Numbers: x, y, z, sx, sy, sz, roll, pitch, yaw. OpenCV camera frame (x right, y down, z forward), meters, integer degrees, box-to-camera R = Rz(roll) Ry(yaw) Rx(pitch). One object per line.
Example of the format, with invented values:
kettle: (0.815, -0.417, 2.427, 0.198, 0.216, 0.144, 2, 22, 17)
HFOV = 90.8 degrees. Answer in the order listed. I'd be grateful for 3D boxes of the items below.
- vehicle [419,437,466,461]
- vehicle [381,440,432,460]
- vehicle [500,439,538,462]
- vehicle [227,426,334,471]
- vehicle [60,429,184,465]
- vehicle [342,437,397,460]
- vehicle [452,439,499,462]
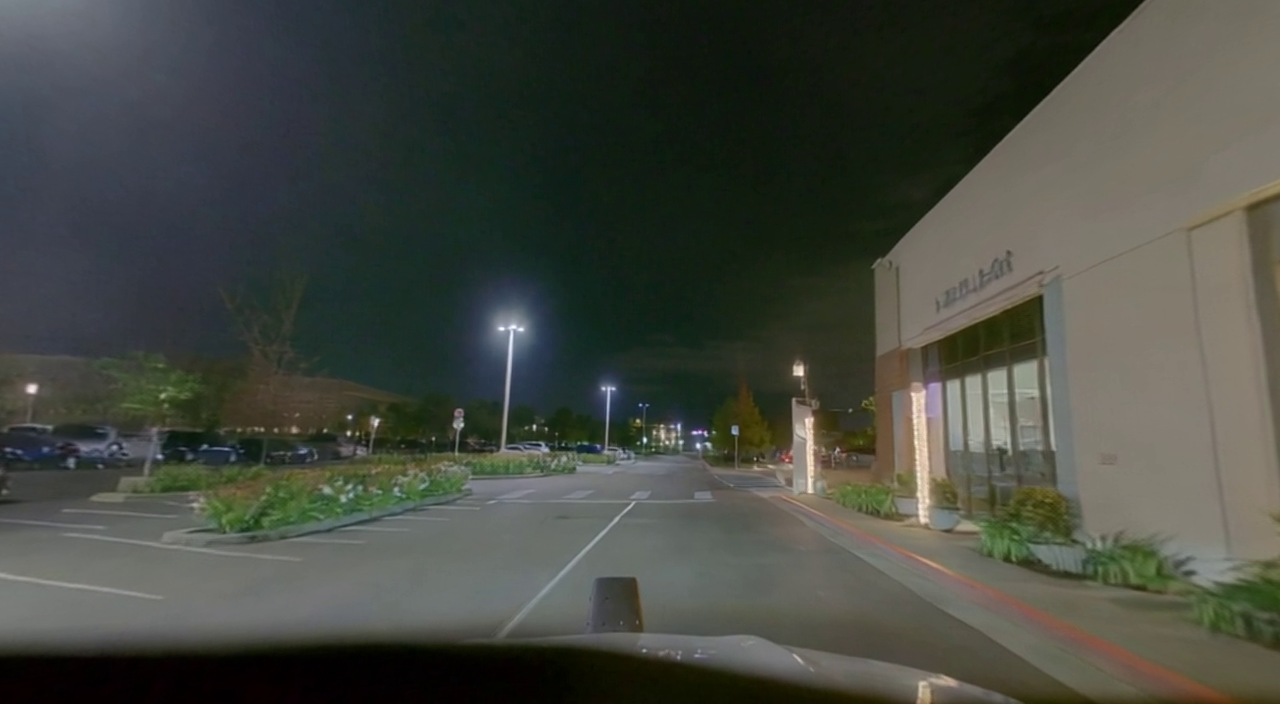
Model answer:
vehicle: (-14.906, 7.362, 47.832, 1.902, 1.645, 3.903, 0, -10, 6)
vehicle: (-17.696, 7.427, 48.032, 1.909, 1.474, 3.908, -1, -9, 8)
vehicle: (-9.176, 7.504, 48.156, 1.892, 1.597, 4.259, 0, -9, 3)
vehicle: (-16.670, 4.499, 29.627, 1.972, 1.923, 4.535, -1, -9, 5)
vehicle: (-24.528, 4.532, 30.182, 1.876, 1.591, 4.470, -1, -9, 5)
vehicle: (-20.623, 7.361, 48.267, 1.773, 1.498, 4.085, 3, -8, 10)
vehicle: (-12.337, 7.409, 47.585, 1.928, 1.613, 4.197, -1, -9, 8)
